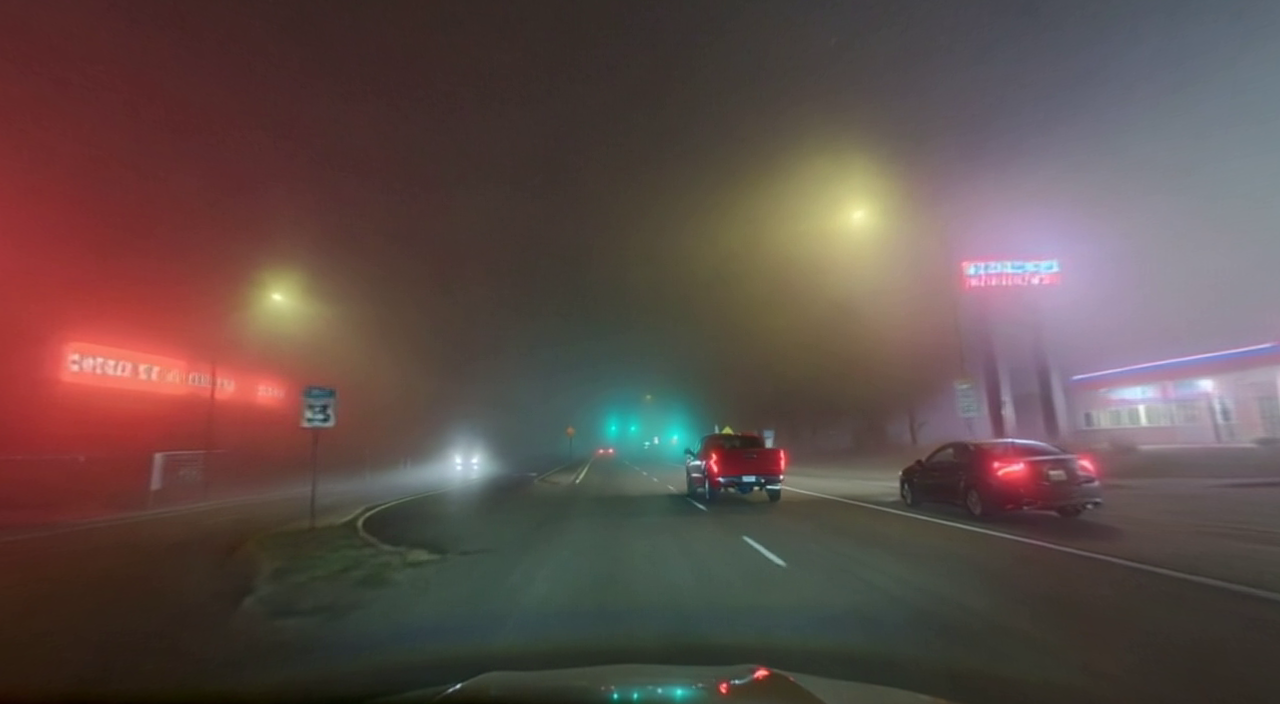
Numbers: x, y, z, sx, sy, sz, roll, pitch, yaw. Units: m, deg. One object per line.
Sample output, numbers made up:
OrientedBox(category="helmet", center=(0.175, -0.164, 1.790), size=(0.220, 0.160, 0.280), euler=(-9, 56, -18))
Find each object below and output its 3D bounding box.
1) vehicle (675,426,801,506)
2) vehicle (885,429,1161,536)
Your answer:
OrientedBox(category="vehicle", center=(2.320, 2.927, 16.618), size=(2.214, 1.749, 4.998), euler=(0, -9, -4))
OrientedBox(category="vehicle", center=(6.269, 2.170, 11.109), size=(1.986, 1.480, 4.296), euler=(0, -9, -3))
